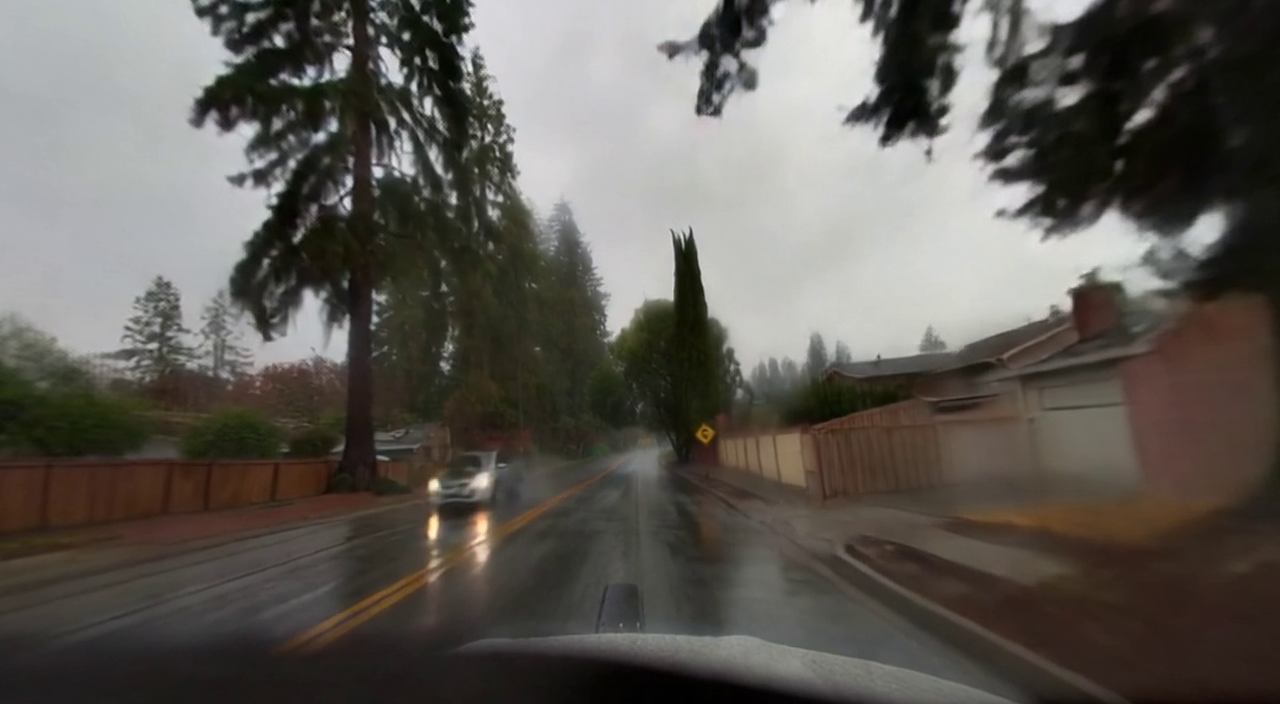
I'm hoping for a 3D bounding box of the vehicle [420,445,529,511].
[{"bbox_3d":[-4.775,3.680,18.982,2.087,1.693,4.343,-1,-9,0],"label":"vehicle"}]
